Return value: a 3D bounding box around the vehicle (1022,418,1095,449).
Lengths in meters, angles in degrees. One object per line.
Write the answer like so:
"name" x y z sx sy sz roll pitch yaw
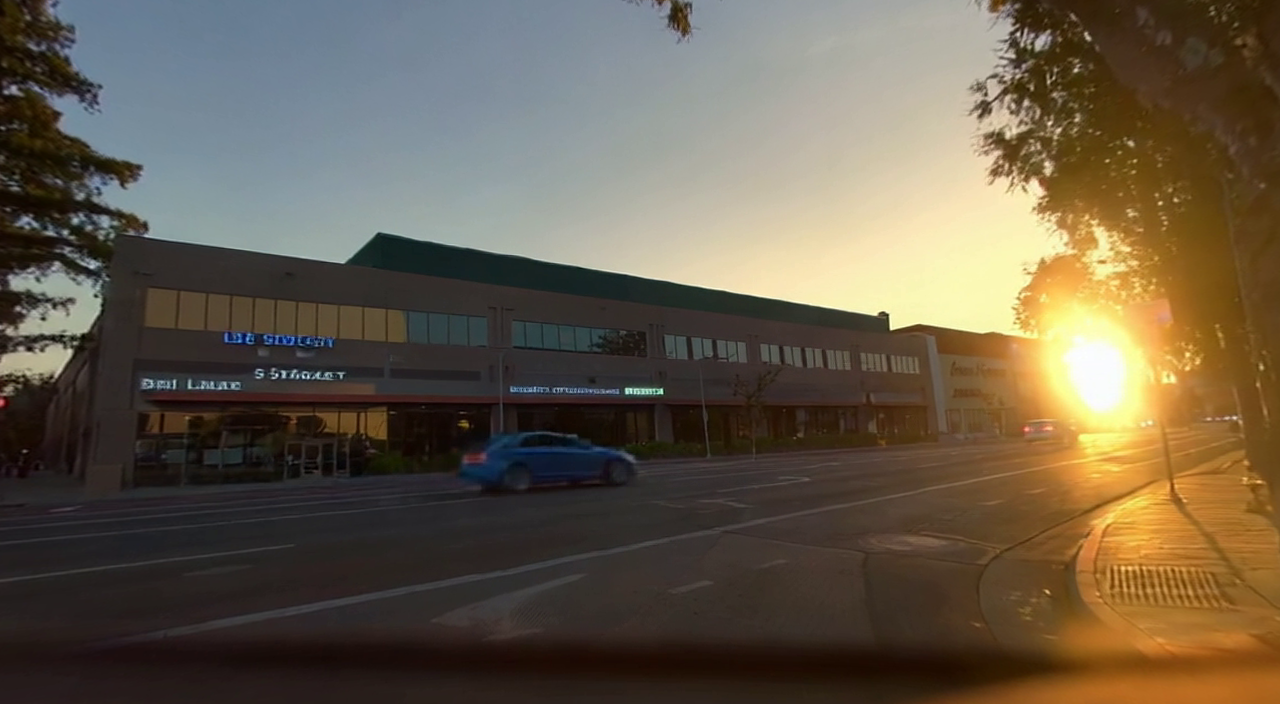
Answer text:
"vehicle" 21.839 4.285 32.911 4.182 1.536 1.885 7 -11 -38

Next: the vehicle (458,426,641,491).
"vehicle" -2.253 2.754 16.578 4.415 1.464 1.890 8 -12 -42
